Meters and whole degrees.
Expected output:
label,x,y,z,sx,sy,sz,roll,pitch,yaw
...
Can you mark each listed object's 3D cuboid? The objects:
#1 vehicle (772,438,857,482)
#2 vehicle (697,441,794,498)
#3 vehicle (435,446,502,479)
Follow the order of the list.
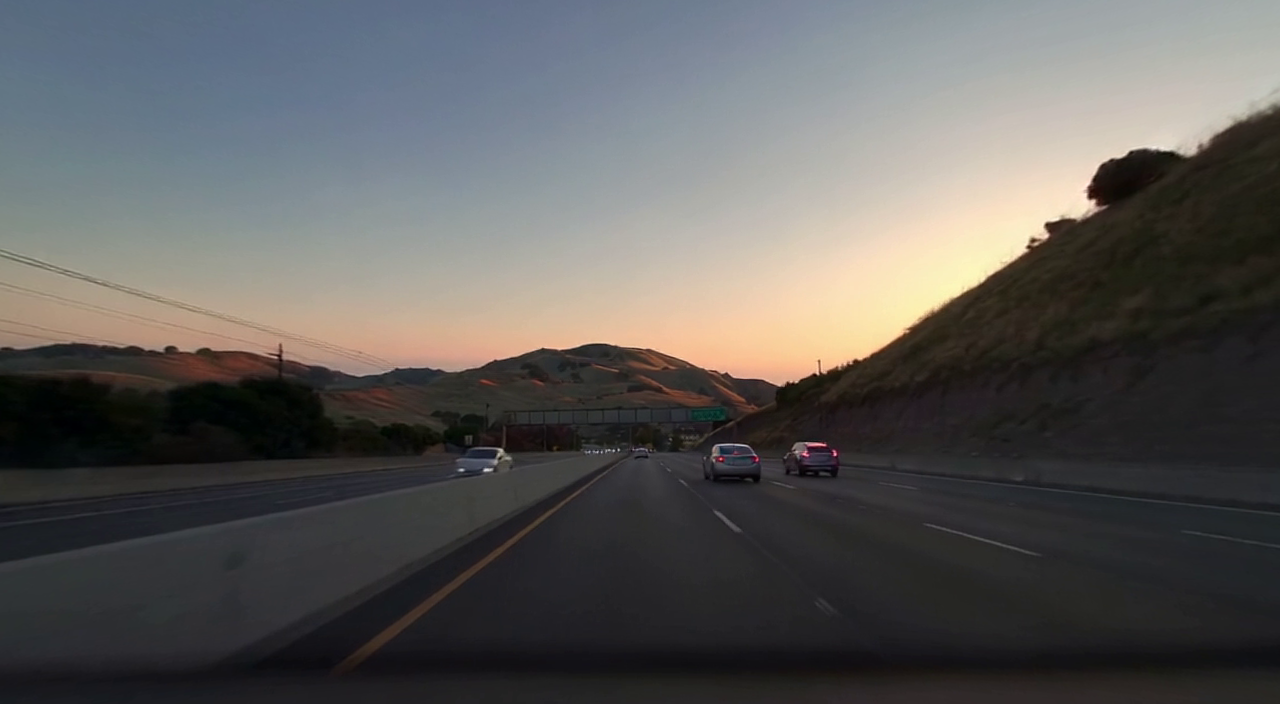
label,x,y,z,sx,sy,sz,roll,pitch,yaw
vehicle,6.719,4.195,24.890,1.988,1.530,4.777,0,-8,0
vehicle,2.874,3.303,18.177,2.044,1.444,4.216,0,-8,-1
vehicle,-8.690,5.645,32.403,2.163,1.544,4.355,0,-8,0
